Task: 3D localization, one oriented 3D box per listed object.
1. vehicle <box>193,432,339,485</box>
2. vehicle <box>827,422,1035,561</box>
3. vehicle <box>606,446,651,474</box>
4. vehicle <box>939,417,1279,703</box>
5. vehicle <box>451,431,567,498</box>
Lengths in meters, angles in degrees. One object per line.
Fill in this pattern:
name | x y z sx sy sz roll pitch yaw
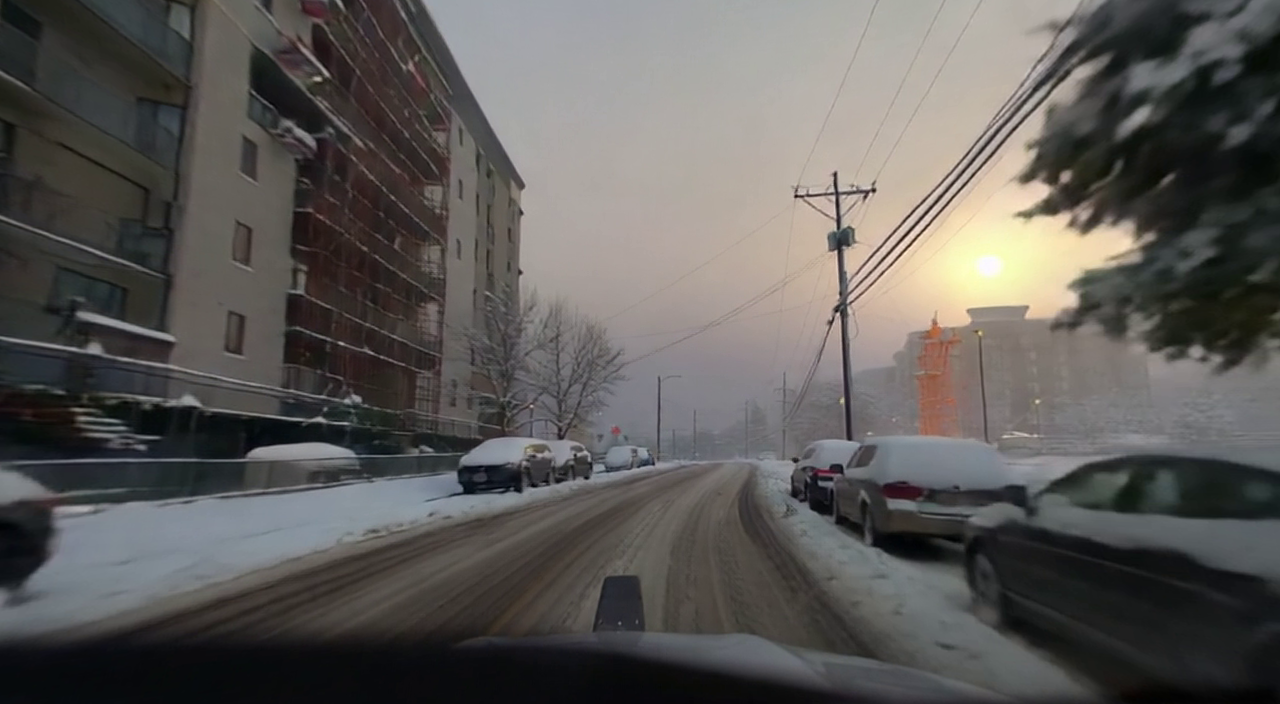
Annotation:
vehicle | -12.926 3.703 22.147 1.948 1.660 4.316 -2 -9 11
vehicle | 4.685 2.269 11.077 1.918 1.848 4.946 -1 -9 8
vehicle | -0.678 6.804 40.010 1.998 1.633 4.673 -2 -9 10
vehicle | 3.930 1.217 3.554 2.170 1.602 5.190 -1 -9 3
vehicle | -4.029 3.581 20.339 1.953 1.871 4.712 -2 -9 11
